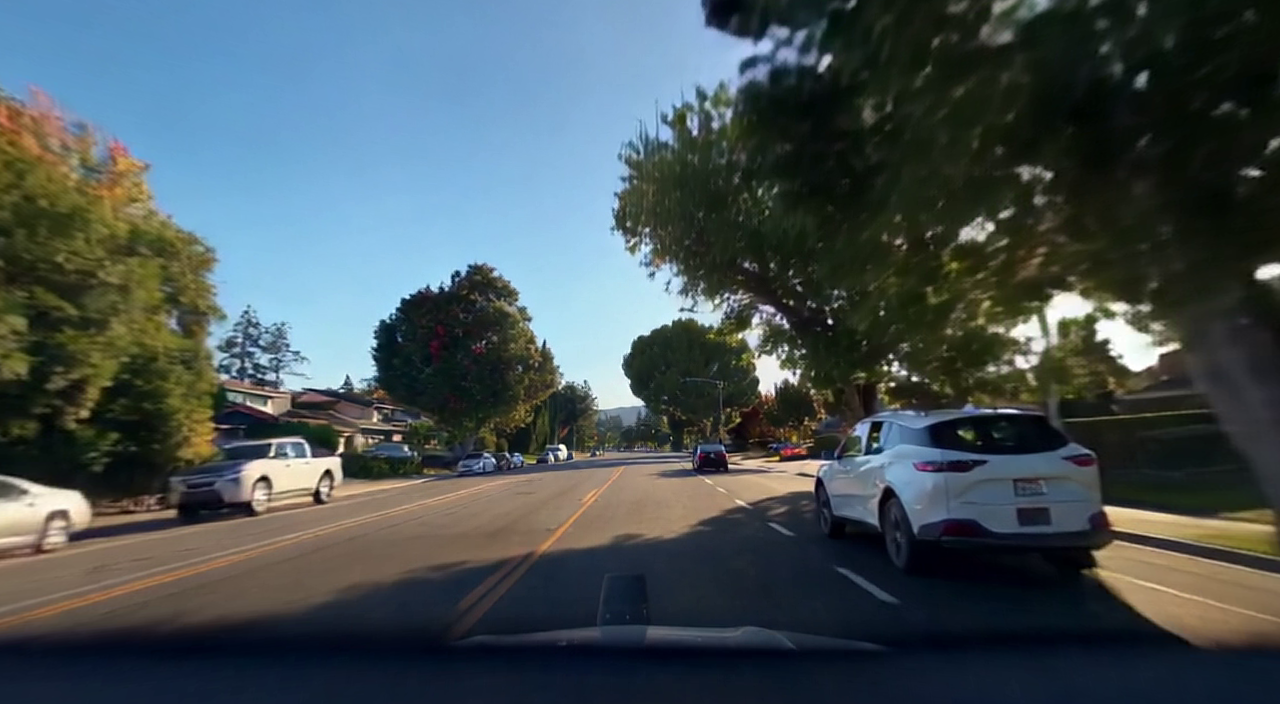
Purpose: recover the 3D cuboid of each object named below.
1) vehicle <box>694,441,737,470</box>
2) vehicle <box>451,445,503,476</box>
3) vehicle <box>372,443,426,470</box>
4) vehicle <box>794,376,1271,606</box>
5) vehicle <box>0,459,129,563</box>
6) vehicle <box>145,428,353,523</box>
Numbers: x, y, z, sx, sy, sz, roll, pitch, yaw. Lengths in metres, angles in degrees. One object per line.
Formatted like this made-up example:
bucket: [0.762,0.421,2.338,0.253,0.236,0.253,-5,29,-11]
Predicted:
vehicle: [4.227,5.849,35.763,1.956,1.492,4.425,0,-8,1]
vehicle: [-10.309,6.863,40.169,2.083,1.791,4.585,-3,-8,1]
vehicle: [-17.249,7.469,45.371,1.914,1.792,4.470,0,-8,3]
vehicle: [3.958,1.571,8.204,2.497,1.889,5.833,0,-8,1]
vehicle: [-10.656,2.489,9.534,2.006,1.476,4.570,-3,-8,1]
vehicle: [-10.521,3.356,17.762,2.254,2.127,5.697,-2,-9,0]
